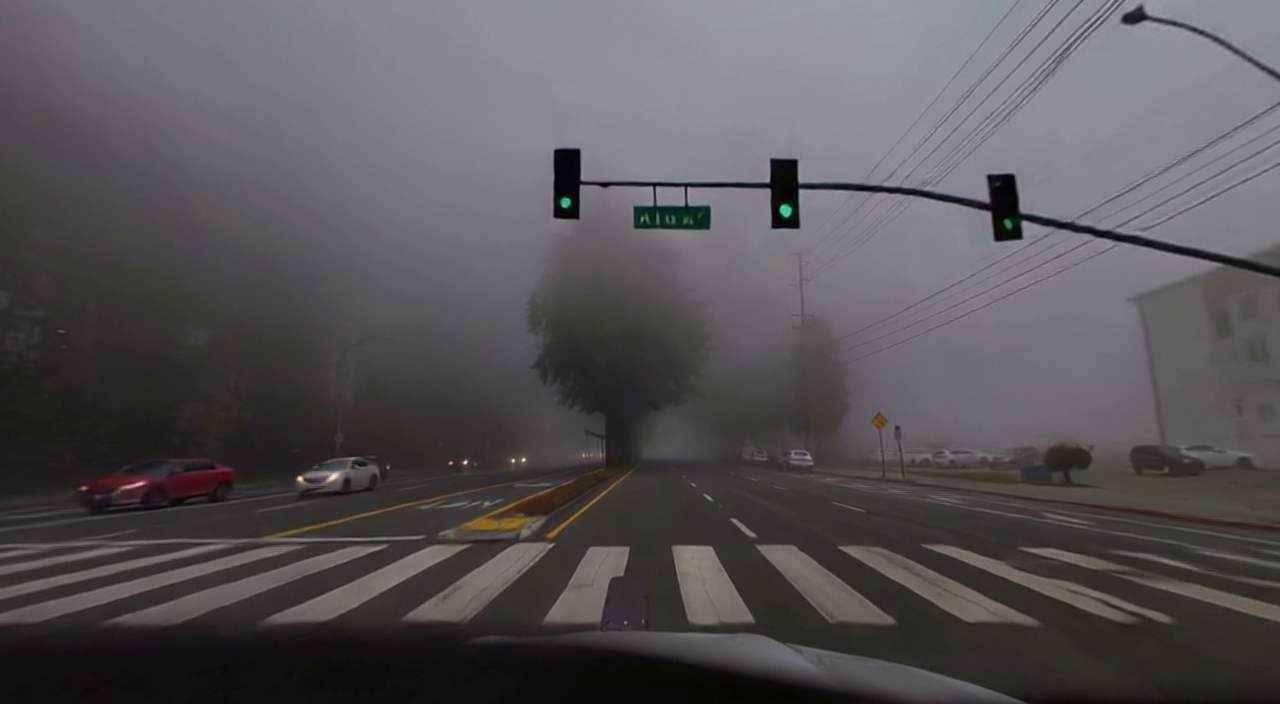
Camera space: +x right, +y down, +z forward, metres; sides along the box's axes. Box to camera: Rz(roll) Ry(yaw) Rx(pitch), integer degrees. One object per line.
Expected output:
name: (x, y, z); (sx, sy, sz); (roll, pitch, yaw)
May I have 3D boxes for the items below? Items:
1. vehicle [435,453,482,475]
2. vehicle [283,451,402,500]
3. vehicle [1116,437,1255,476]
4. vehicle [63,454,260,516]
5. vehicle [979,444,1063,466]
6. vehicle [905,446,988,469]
vehicle: (-13.469, 8.295, 47.026); (2.047, 1.467, 4.611); (0, -8, 1)
vehicle: (-10.293, 4.264, 22.243); (1.899, 1.464, 4.418); (0, -8, 2)
vehicle: (25.188, 4.822, 29.241); (4.518, 1.508, 1.938); (2, -9, 5)
vehicle: (-13.546, 3.753, 18.333); (1.909, 1.449, 4.775); (0, -8, 1)
vehicle: (25.671, 6.981, 42.612); (4.368, 1.394, 1.983); (0, -9, 1)
vehicle: (20.880, 7.204, 43.091); (4.664, 1.504, 1.816); (0, -8, 2)
